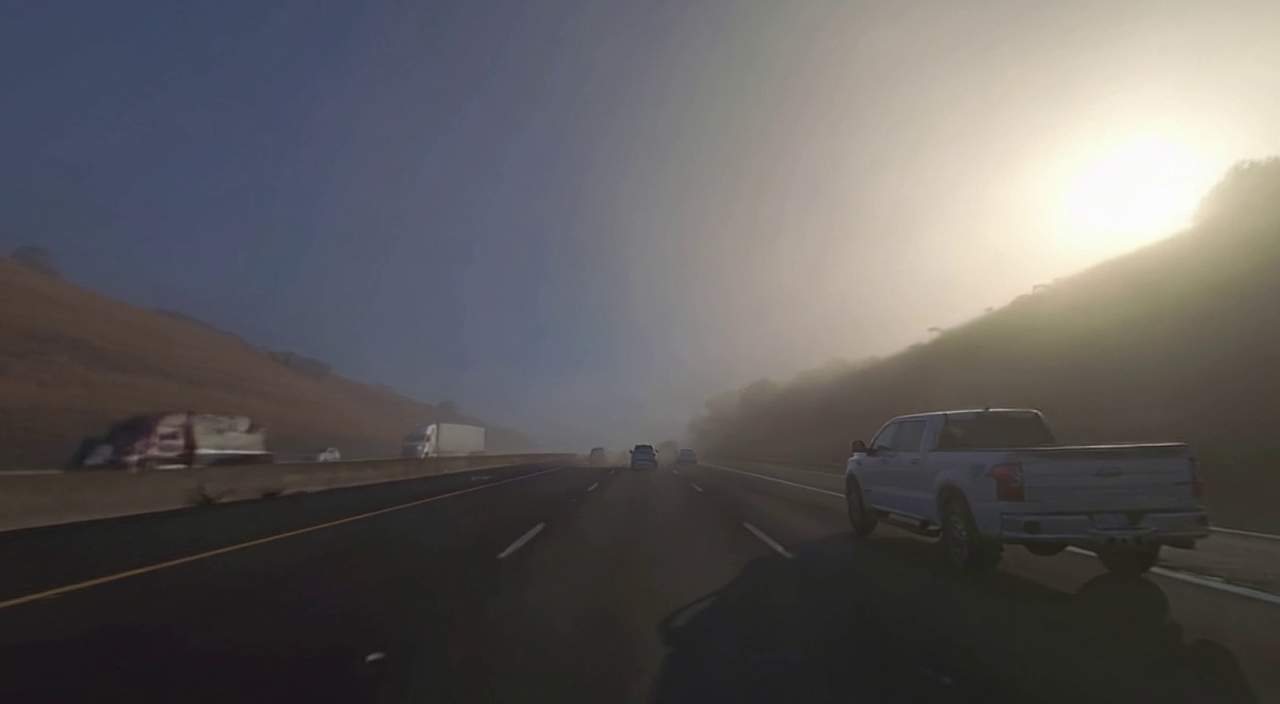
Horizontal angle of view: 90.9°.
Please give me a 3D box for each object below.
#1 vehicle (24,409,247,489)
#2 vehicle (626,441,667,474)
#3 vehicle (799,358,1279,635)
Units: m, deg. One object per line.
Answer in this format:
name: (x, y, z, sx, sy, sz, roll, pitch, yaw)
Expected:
vehicle: (-16.153, 3.186, 20.873, 2.233, 2.227, 6.034, 0, -8, 1)
vehicle: (0.331, 5.711, 34.461, 2.086, 1.685, 4.206, 0, -8, 0)
vehicle: (4.041, 1.456, 7.530, 2.700, 1.980, 5.866, 0, -8, 0)
